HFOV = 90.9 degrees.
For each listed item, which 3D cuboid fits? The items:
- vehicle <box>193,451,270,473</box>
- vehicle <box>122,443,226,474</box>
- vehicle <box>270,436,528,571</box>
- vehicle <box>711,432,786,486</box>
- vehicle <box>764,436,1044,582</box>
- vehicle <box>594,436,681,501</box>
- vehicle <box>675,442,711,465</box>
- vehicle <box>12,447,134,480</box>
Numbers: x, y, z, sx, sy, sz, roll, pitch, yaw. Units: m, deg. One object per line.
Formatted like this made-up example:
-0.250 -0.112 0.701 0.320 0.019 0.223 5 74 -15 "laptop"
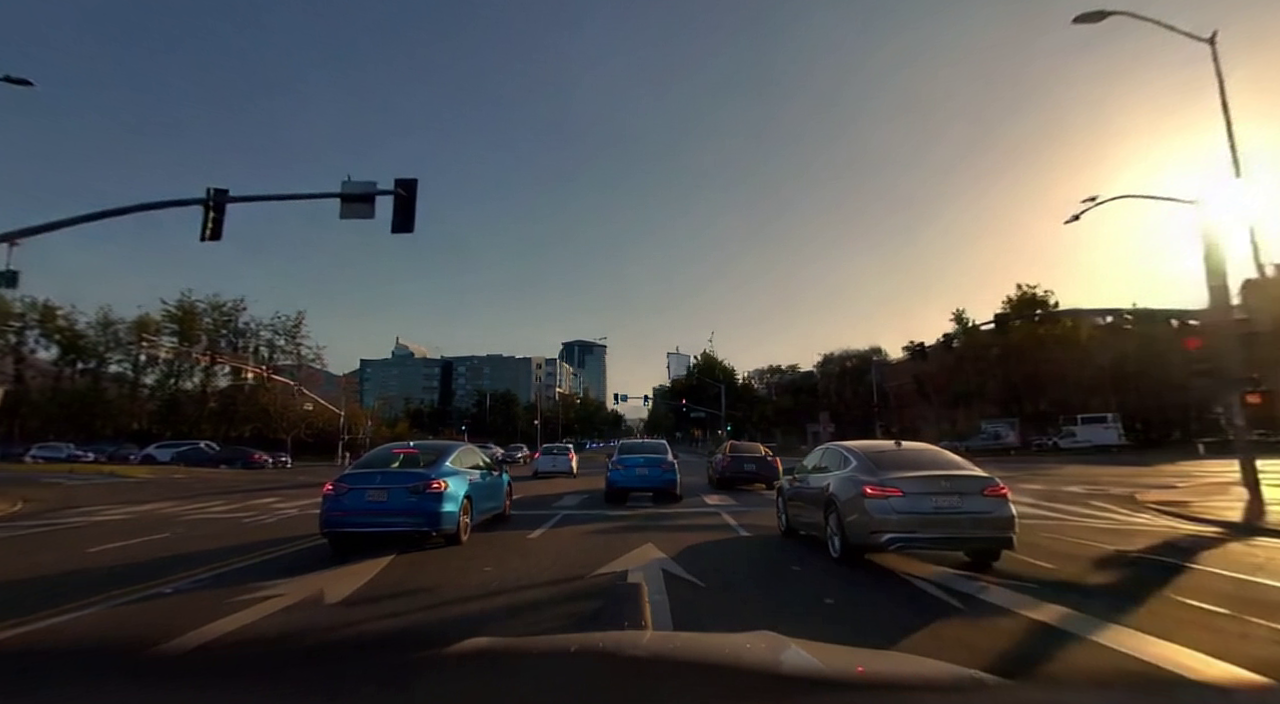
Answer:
-28.811 7.761 44.456 4.349 1.429 1.819 -2 -9 8 "vehicle"
-29.199 6.676 39.597 4.916 1.793 2.082 -1 -8 3 "vehicle"
-3.102 2.027 9.313 2.015 1.478 4.407 0 -8 1 "vehicle"
3.768 3.796 22.570 1.938 1.732 4.006 0 -8 0 "vehicle"
3.262 1.983 9.050 1.951 1.522 4.614 0 -8 -1 "vehicle"
-0.189 3.190 17.708 2.144 1.563 4.218 0 -9 -3 "vehicle"
3.922 7.637 47.521 2.138 1.624 4.417 0 -8 -3 "vehicle"
-30.306 5.962 33.785 4.427 1.629 2.213 -1 -8 3 "vehicle"
